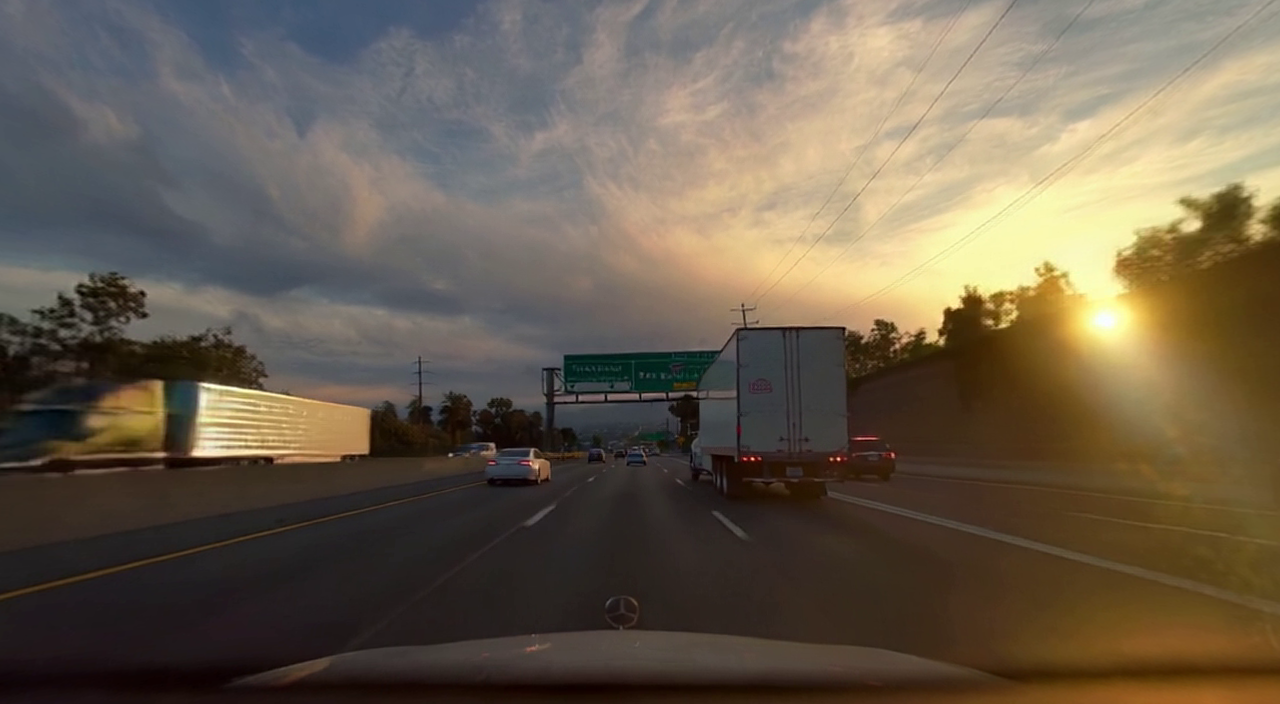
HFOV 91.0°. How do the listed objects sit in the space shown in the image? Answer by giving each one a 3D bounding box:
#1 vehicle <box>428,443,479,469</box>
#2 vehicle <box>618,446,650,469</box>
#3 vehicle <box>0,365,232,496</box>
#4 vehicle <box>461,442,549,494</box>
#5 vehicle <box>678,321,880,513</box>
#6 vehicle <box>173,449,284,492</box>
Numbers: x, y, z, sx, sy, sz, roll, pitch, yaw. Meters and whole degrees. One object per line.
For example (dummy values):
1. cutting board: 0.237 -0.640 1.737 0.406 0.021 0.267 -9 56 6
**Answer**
1. vehicle: -11.387 6.360 38.700 1.890 1.546 3.774 0 -8 2
2. vehicle: -0.353 7.176 42.899 2.047 1.485 3.938 0 -8 1
3. vehicle: -18.667 2.836 22.154 3.017 3.721 8.231 0 -8 0
4. vehicle: -4.261 3.700 20.499 1.968 1.507 3.829 0 -8 1
5. vehicle: 3.437 2.539 21.517 2.907 4.109 16.177 0 -8 -1
6. vehicle: -14.839 4.259 22.921 1.596 1.364 3.442 0 -8 2
